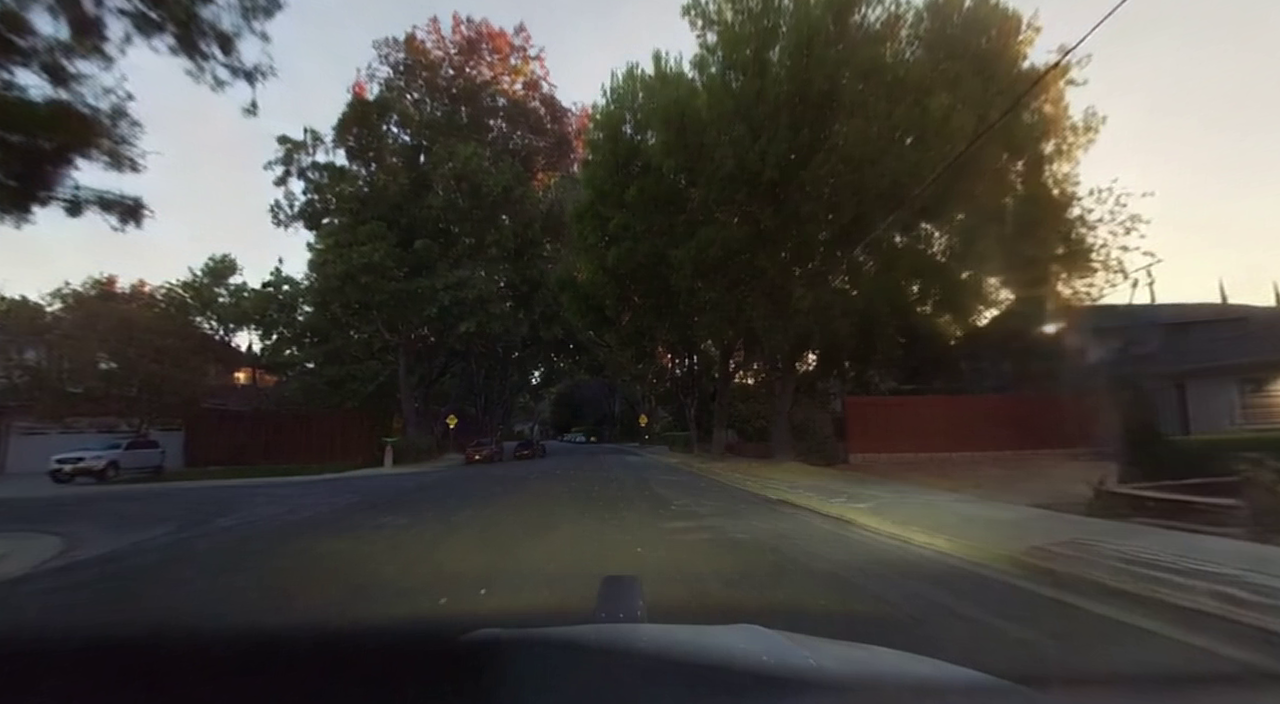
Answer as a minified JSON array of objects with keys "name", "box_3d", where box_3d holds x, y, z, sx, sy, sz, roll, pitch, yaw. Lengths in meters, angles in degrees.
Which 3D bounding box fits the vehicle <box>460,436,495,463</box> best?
[{"name":"vehicle","box_3d":[-10.573,6.379,41.408,1.994,1.656,4.334,2,-9,-12]}]

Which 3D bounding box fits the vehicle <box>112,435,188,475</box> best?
[{"name":"vehicle","box_3d":[-24.344,5.119,31.604,1.973,1.787,5.045,4,-9,-27]}]

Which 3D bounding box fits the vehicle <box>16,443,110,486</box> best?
[{"name":"vehicle","box_3d":[-24.945,4.822,27.473,1.883,1.687,3.908,4,-9,-26]}]
